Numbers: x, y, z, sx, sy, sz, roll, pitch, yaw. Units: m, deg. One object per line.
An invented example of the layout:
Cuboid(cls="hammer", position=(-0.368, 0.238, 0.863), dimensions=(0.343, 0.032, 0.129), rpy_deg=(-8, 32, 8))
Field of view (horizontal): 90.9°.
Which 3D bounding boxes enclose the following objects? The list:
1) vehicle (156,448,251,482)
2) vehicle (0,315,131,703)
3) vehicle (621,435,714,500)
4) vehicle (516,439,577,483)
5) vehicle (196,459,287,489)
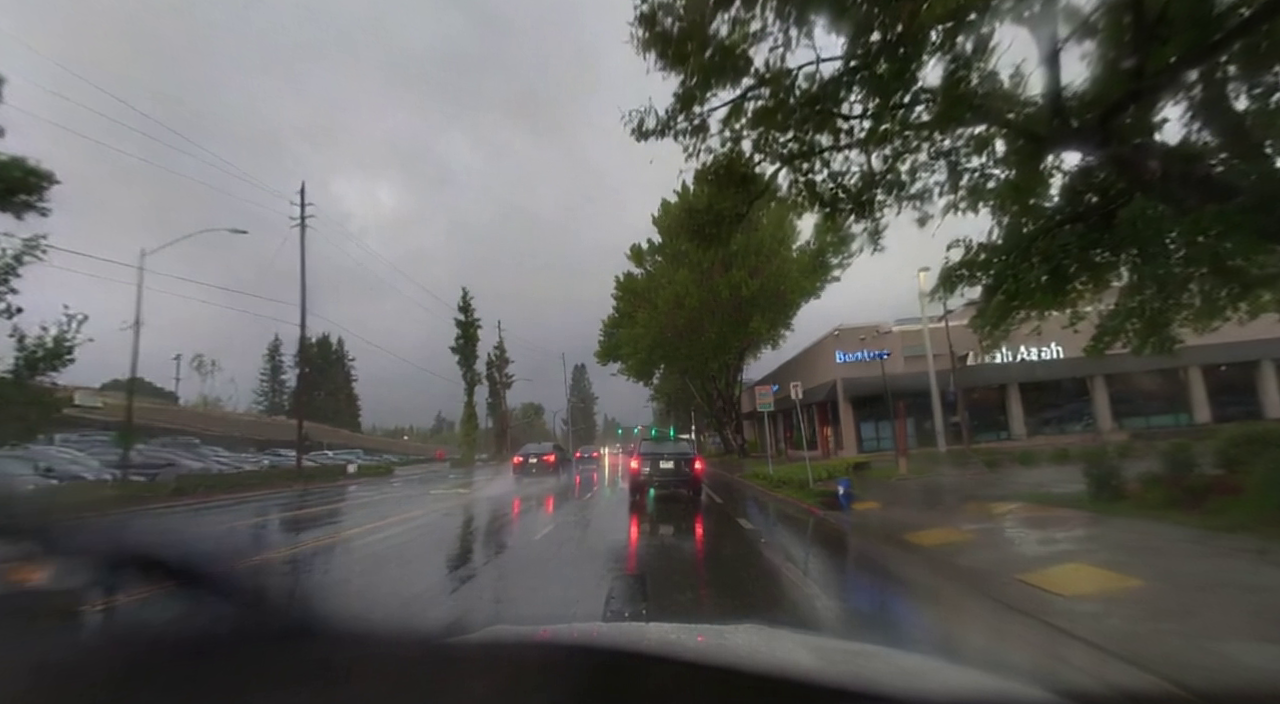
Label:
Cuboid(cls="vehicle", position=(-28.657, 7.399, 41.448), dimensions=(4.703, 2.084, 2.143), rpy_deg=(-1, -8, 5))
Cuboid(cls="vehicle", position=(-3.598, 0.493, 0.428), dimensions=(2.064, 1.859, 5.154), rpy_deg=(0, -8, 2))
Cuboid(cls="vehicle", position=(0.650, 3.244, 18.132), dimensions=(2.108, 1.612, 4.246), rpy_deg=(1, -8, -5))
Cuboid(cls="vehicle", position=(-3.819, 4.531, 26.482), dimensions=(1.862, 1.694, 4.315), rpy_deg=(0, -8, 1))
Cuboid(cls="vehicle", position=(-22.625, 6.903, 36.036), dimensions=(1.862, 1.468, 4.708), rpy_deg=(-1, -8, 5))
